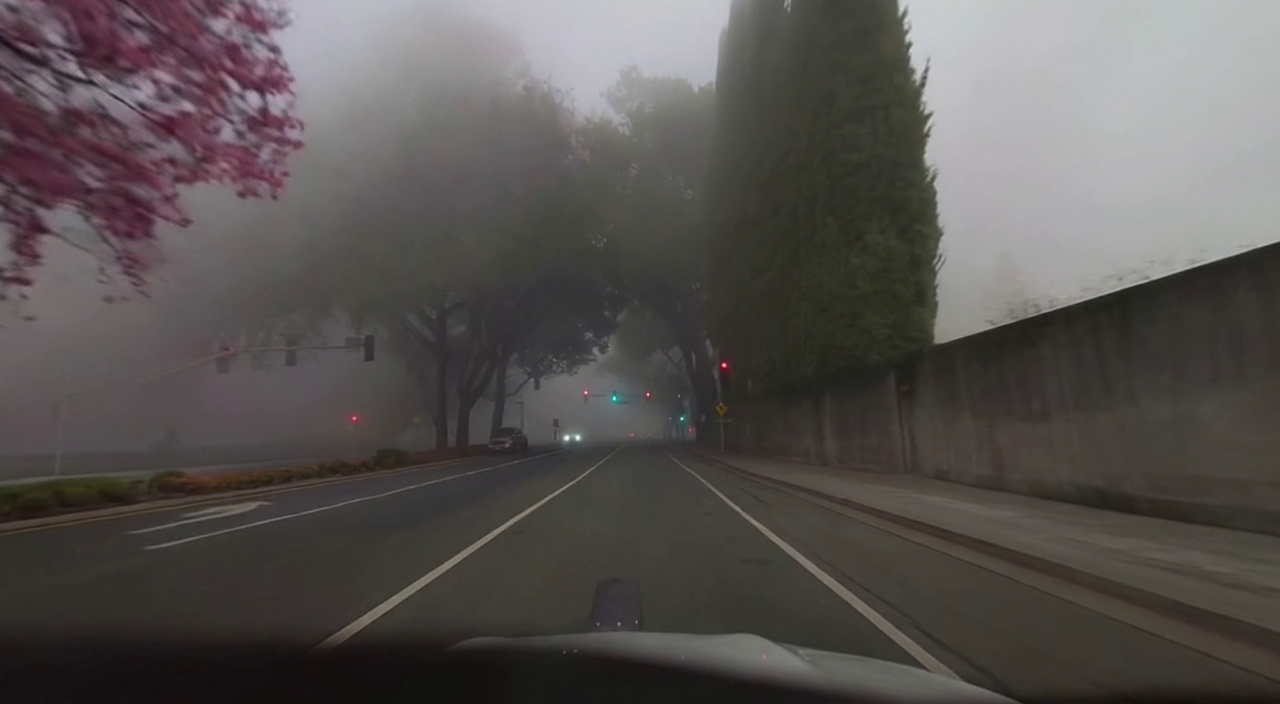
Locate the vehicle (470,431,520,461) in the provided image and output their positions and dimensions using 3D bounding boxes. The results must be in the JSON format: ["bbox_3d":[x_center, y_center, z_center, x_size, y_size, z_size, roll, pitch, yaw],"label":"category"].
[{"bbox_3d":[-7.896,5.168,34.727,1.783,1.501,4.307,0,-8,-1],"label":"vehicle"}]
